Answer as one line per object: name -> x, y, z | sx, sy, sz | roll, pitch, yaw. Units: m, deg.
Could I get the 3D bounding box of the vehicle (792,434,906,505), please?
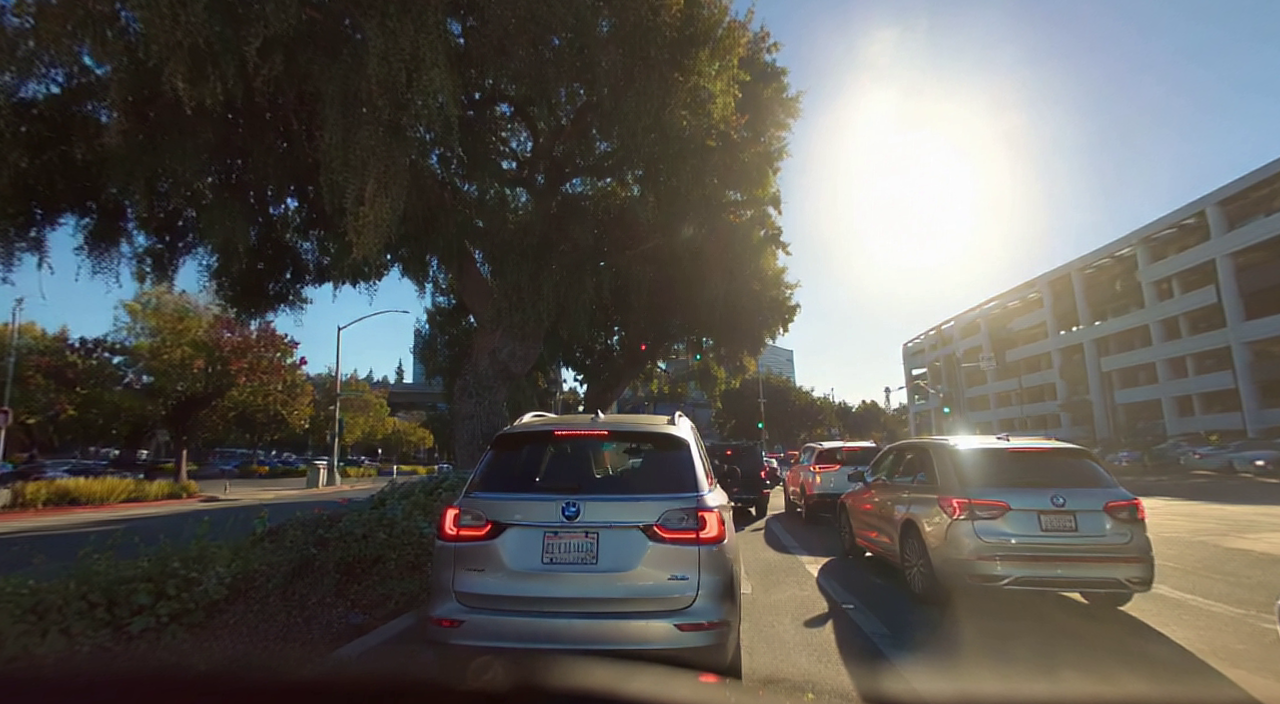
vehicle -> 5.332, 3.031, 16.714 | 1.994, 1.638, 4.100 | -1, -9, 6

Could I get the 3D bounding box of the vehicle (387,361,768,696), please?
vehicle -> -0.205, 1.237, 5.560 | 2.021, 1.742, 4.295 | -1, -8, 4

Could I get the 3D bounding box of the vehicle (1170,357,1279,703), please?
vehicle -> 4.063, 0.602, 1.117 | 1.993, 1.719, 4.953 | 0, -8, 1

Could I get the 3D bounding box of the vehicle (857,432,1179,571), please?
vehicle -> 4.901, 1.968, 9.182 | 1.963, 1.480, 4.553 | 0, -8, 2
